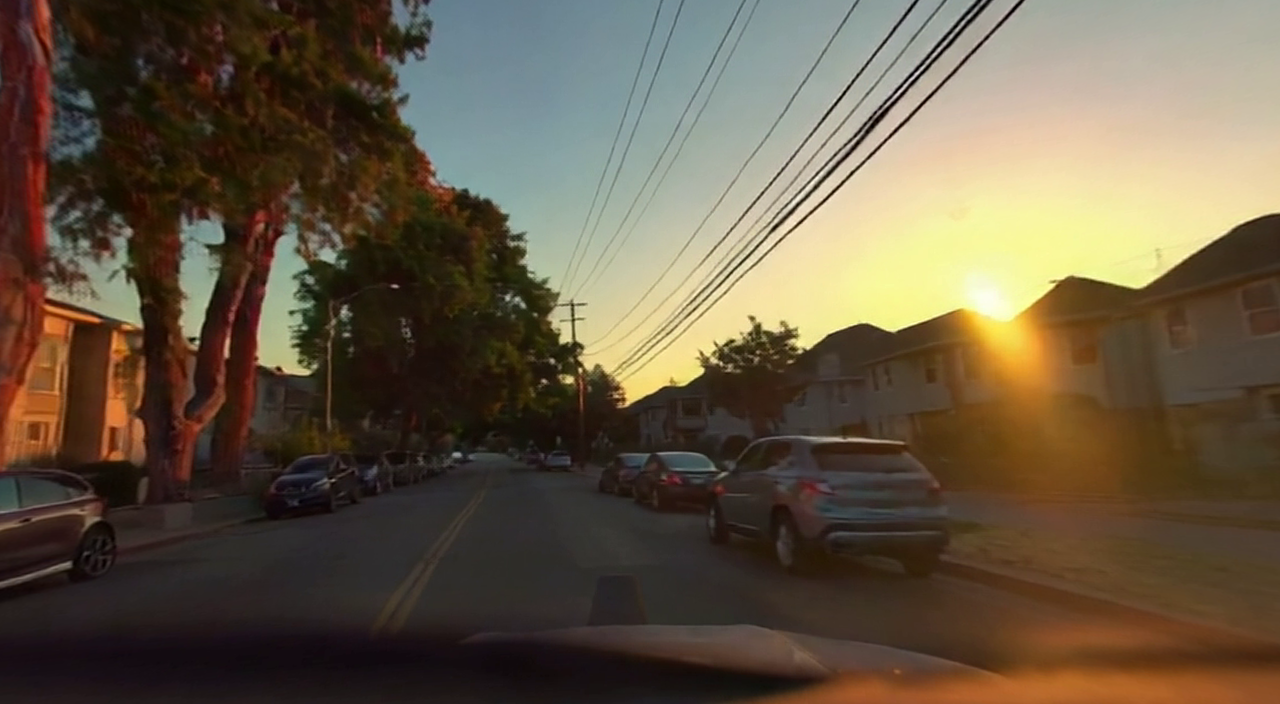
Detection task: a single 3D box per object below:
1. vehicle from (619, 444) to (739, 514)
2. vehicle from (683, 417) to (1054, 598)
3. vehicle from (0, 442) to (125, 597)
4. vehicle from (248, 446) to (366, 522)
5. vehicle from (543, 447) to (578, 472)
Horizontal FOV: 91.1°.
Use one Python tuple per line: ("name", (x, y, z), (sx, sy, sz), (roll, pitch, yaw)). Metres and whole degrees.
("vehicle", (0.802, 3.154, 16.240), (1.868, 1.494, 4.652), (1, -9, -12))
("vehicle", (2.397, 1.828, 8.511), (2.272, 1.626, 5.170), (2, -9, -12))
("vehicle", (-8.800, 2.075, 7.617), (2.037, 1.851, 4.569), (0, -11, -13))
("vehicle", (-10.337, 4.038, 19.959), (2.056, 1.876, 4.824), (-1, -7, -12))
("vehicle", (-6.145, 8.276, 48.285), (2.328, 1.730, 4.225), (1, -11, -12))
